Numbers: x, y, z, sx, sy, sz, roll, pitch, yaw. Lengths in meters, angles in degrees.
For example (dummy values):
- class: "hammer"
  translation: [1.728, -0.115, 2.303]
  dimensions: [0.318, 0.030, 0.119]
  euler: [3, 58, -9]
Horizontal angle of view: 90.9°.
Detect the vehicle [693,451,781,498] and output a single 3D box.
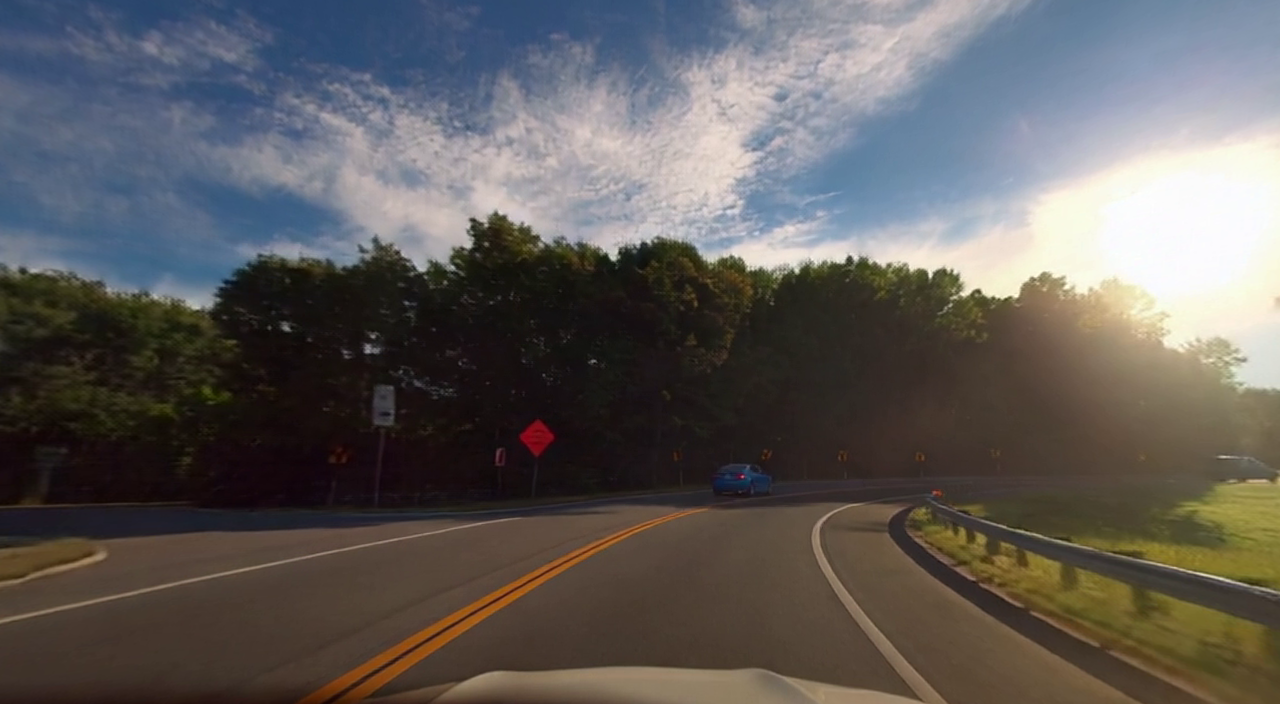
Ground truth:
- class: "vehicle"
  translation: [4.001, 4.905, 25.371]
  dimensions: [1.997, 1.692, 4.422]
  euler: [-5, -12, 30]
